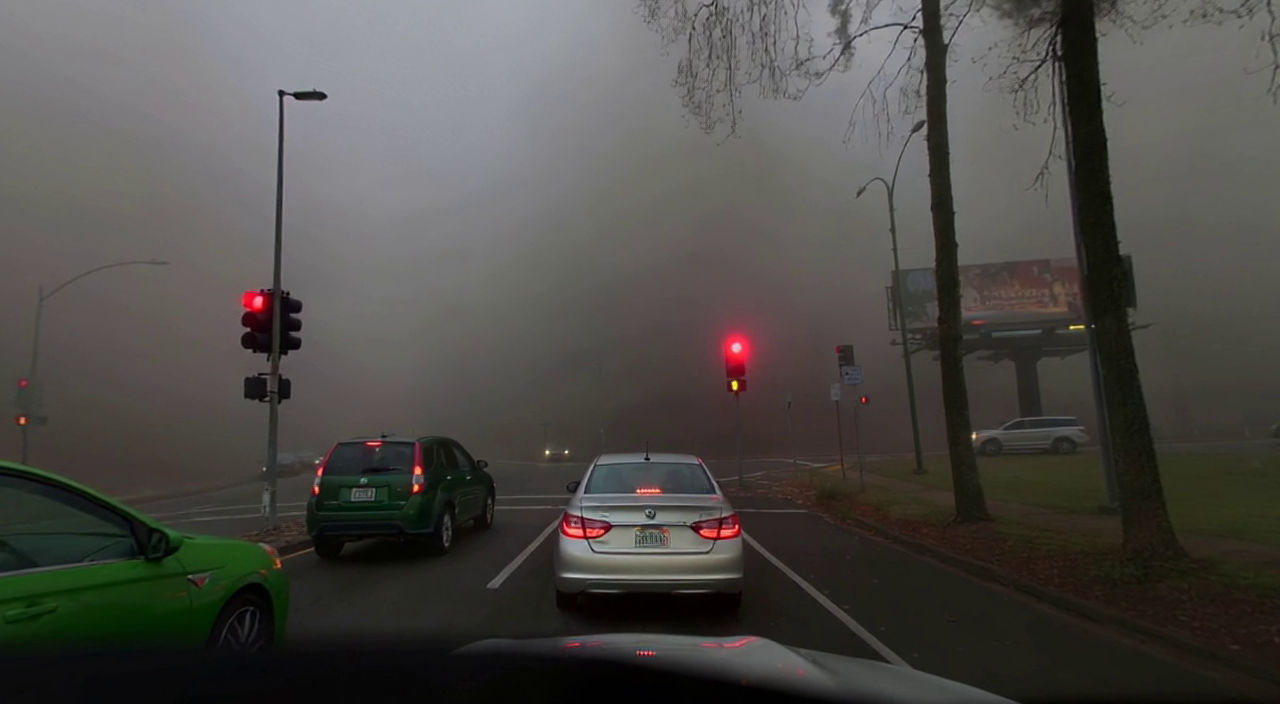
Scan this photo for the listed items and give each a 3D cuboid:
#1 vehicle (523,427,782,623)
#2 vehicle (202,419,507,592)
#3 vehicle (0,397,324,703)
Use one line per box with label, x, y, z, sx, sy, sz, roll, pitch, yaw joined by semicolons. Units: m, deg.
vehicle;0.031;1.591;6.622;1.977;1.467;3.474;0;-9;-2
vehicle;-3.172;1.793;8.137;1.950;1.628;4.082;-1;-9;1
vehicle;-3.152;0.966;2.417;1.808;1.520;3.846;-1;-9;1
